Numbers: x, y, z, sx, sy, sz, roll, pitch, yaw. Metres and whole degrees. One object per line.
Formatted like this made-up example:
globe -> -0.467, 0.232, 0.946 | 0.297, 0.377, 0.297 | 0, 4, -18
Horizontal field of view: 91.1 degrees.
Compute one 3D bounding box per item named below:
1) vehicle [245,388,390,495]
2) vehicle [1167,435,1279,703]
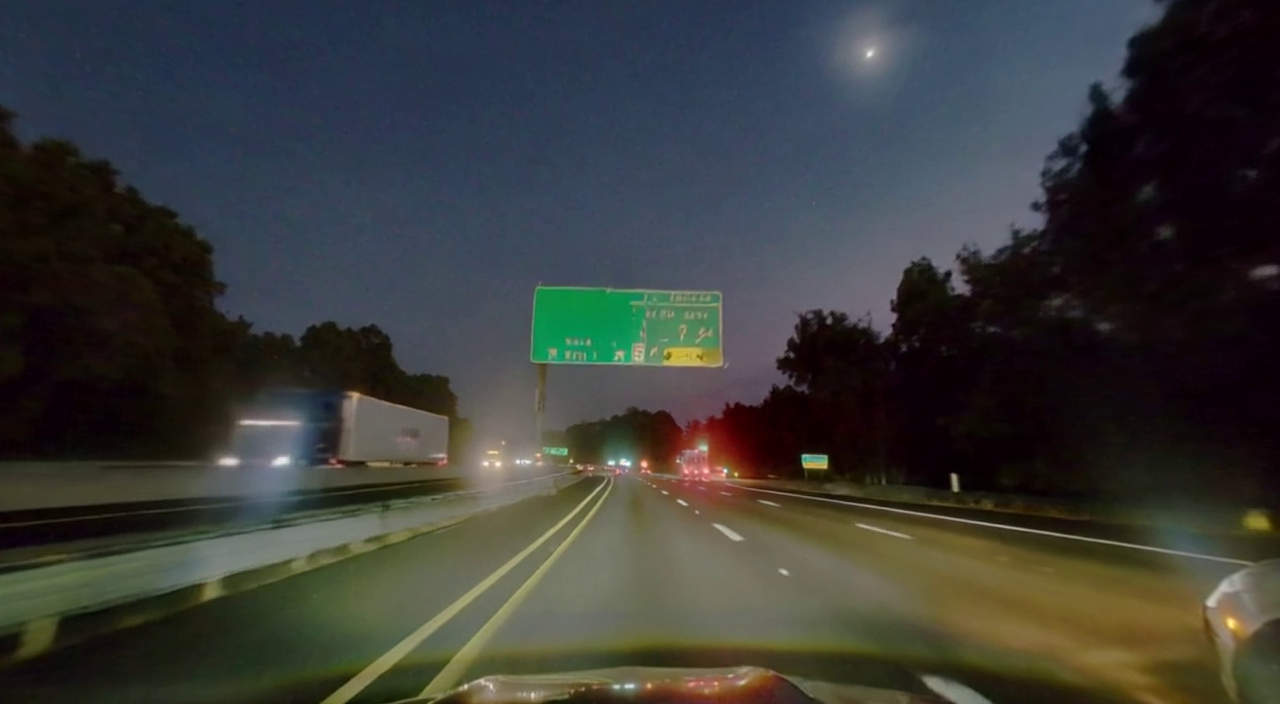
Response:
vehicle -> -13.387, 3.896, 26.796 | 2.943, 3.994, 6.018 | 1, -10, -2
vehicle -> 3.874, 0.830, 1.031 | 1.965, 1.502, 4.599 | 1, -10, -1
